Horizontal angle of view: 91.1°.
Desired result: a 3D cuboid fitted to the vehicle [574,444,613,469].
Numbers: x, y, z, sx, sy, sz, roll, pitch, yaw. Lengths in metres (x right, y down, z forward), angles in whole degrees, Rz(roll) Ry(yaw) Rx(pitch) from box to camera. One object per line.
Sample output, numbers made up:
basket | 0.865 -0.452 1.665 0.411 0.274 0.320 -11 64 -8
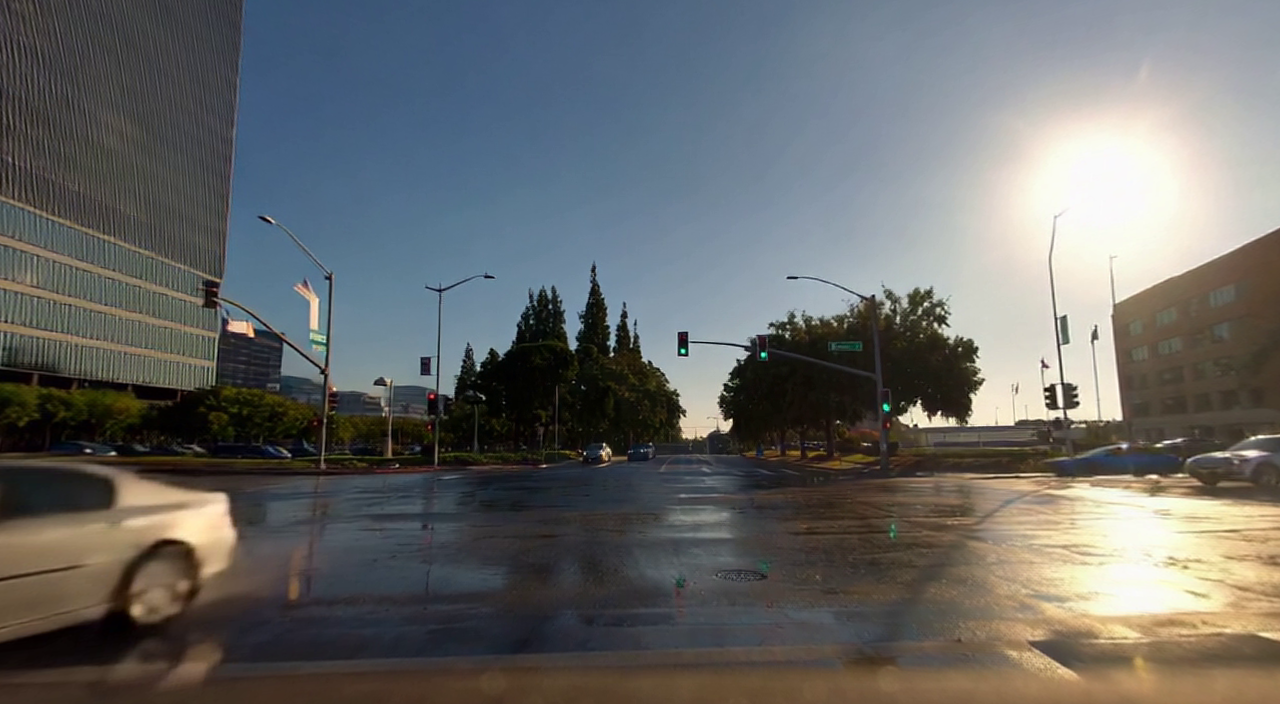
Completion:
vehicle | -2.950 6.781 40.870 2.068 1.486 4.664 0 -9 2

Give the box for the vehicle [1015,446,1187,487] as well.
vehicle | 17.619 4.379 24.218 4.896 1.503 1.971 -1 -9 6

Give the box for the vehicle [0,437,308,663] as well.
vehicle | -5.201 1.380 4.568 1.924 1.491 4.802 -3 -9 20

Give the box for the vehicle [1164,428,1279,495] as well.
vehicle | 20.607 3.412 19.832 5.832 1.949 2.444 0 -9 0

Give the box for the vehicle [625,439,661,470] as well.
vehicle | 0.219 6.201 38.185 2.018 1.699 4.751 0 -9 1
